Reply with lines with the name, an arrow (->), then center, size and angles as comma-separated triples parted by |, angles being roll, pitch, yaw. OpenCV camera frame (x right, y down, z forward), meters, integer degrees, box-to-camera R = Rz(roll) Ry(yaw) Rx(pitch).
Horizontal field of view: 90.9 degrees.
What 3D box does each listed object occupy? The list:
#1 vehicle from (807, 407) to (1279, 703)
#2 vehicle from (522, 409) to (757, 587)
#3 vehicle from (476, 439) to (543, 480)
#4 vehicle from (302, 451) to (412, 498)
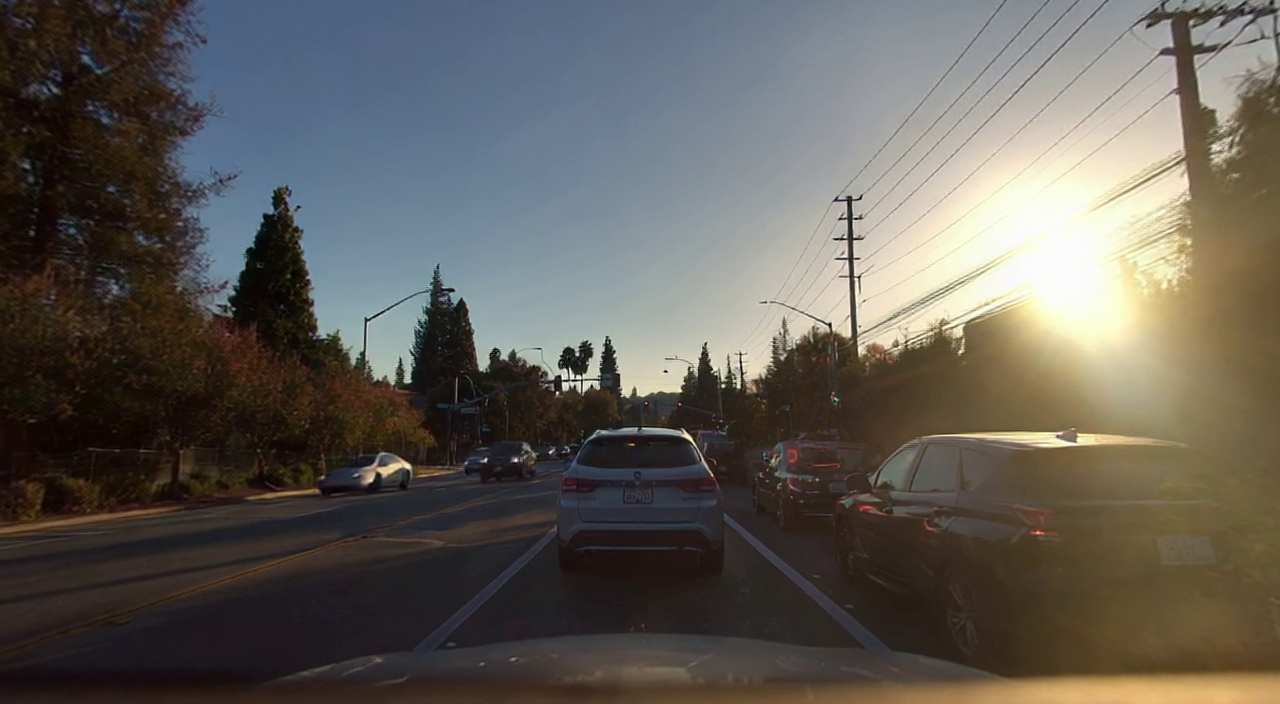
vehicle -> 2.885, 1.309, 4.992 | 1.950, 1.487, 4.275 | 0, -8, 0
vehicle -> 0.002, 1.680, 8.057 | 2.200, 1.653, 4.127 | 0, -8, 0
vehicle -> -5.999, 4.981, 29.603 | 2.068, 1.739, 4.572 | -1, -8, 2
vehicle -> -9.920, 4.287, 22.485 | 1.921, 1.471, 4.137 | 0, -8, 1
